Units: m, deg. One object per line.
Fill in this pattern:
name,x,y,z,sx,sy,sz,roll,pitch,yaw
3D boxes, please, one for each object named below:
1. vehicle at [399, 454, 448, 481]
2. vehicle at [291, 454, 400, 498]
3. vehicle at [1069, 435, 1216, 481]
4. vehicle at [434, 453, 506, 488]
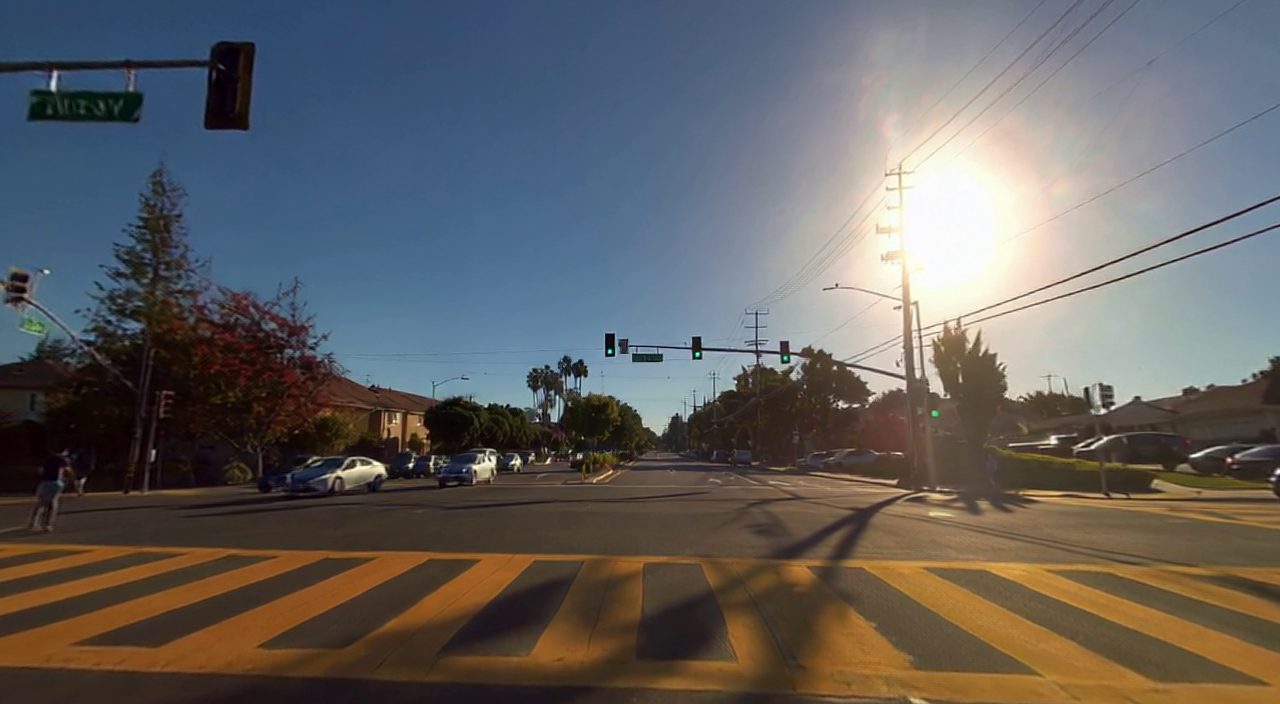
vehicle,-13.916,7.449,40.757,1.783,1.592,3.978,0,-8,0
vehicle,-10.991,4.630,23.936,2.007,1.451,4.242,0,-8,1
vehicle,25.310,5.336,32.076,2.177,2.086,5.514,2,-9,-13
vehicle,-7.712,5.383,29.029,1.958,1.415,4.312,-1,-8,2
